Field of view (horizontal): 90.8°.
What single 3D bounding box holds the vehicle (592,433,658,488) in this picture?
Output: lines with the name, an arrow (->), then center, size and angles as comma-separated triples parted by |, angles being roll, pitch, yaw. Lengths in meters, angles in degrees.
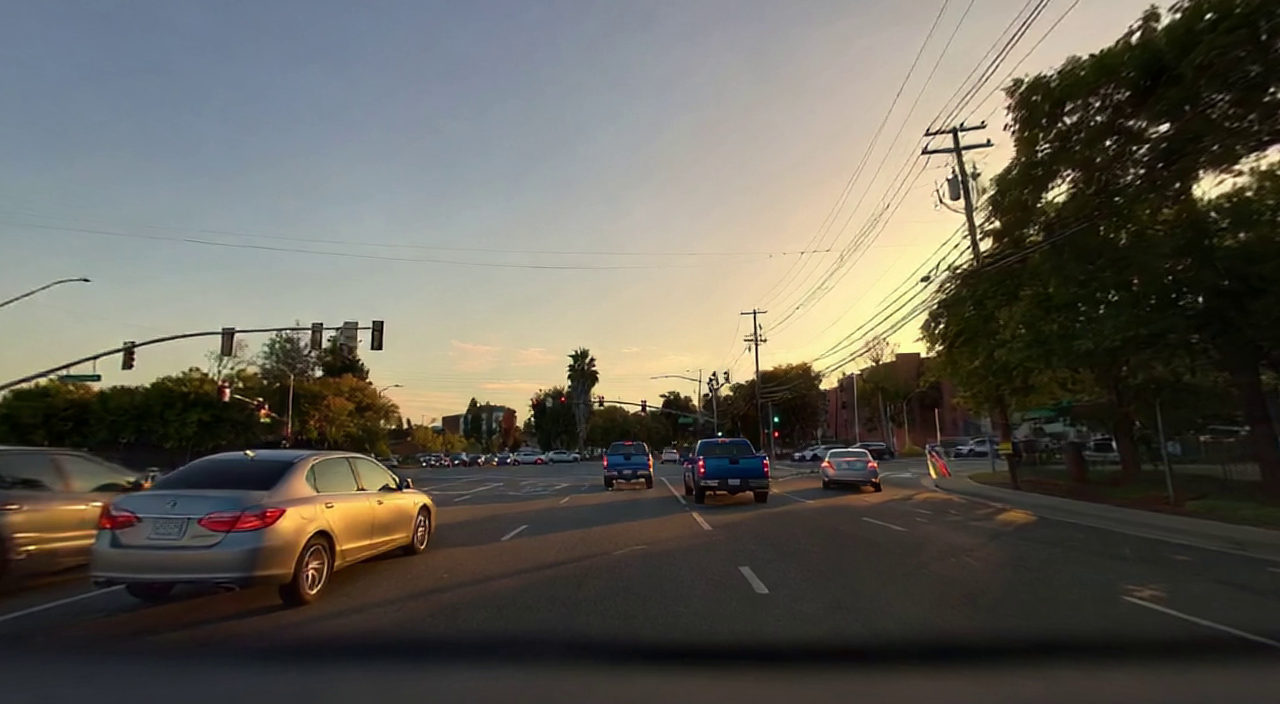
vehicle -> -0.560, 4.752, 28.042 | 2.643, 2.145, 5.585 | 0, -8, 1

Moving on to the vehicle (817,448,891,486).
vehicle -> 9.052, 4.884, 27.096 | 2.212, 1.466, 4.126 | -1, -9, 8

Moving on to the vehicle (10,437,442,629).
vehicle -> -3.979, 1.769, 7.295 | 1.939, 1.494, 4.499 | 0, -9, 0

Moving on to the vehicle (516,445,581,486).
vehicle -> -4.175, 5.258, 29.627 | 2.273, 1.749, 4.385 | 0, -9, 1

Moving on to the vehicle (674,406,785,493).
vehicle -> 2.931, 3.502, 22.816 | 2.905, 2.636, 6.895 | 0, -9, -1
